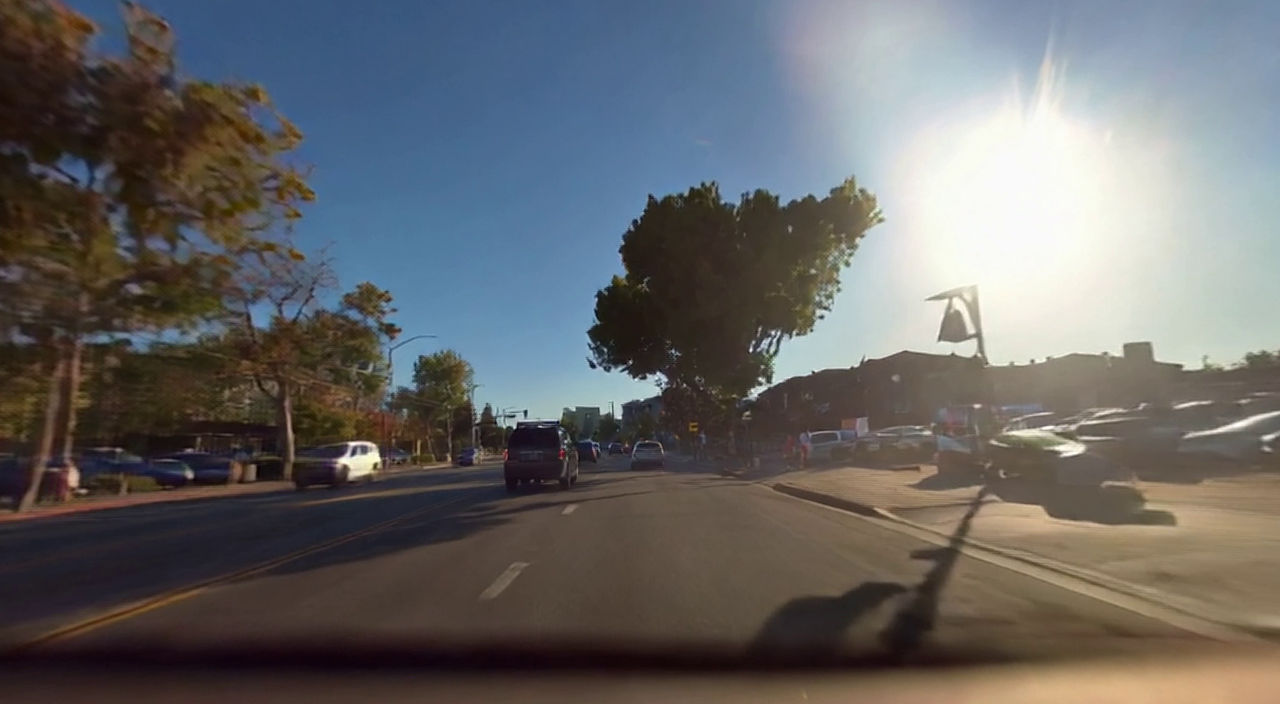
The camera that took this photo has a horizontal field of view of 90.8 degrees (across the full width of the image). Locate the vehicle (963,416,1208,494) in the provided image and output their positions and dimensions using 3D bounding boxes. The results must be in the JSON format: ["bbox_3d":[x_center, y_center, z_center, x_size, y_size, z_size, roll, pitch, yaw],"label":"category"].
[{"bbox_3d":[10.030,2.380,14.873,2.194,1.521,4.686,0,-9,-3],"label":"vehicle"}]

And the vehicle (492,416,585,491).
[{"bbox_3d":[-3.114,3.273,20.649,2.213,2.123,5.124,0,-9,0],"label":"vehicle"}]

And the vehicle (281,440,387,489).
[{"bbox_3d":[-12.924,4.744,27.102,2.159,1.860,5.004,0,-9,-2],"label":"vehicle"}]

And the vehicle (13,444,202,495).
[{"bbox_3d":[-24.005,5.291,28.739,6.055,2.148,2.690,0,-9,-1],"label":"vehicle"}]

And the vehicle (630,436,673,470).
[{"bbox_3d":[0.537,5.308,33.258,2.126,1.657,4.132,0,-9,-1],"label":"vehicle"}]
